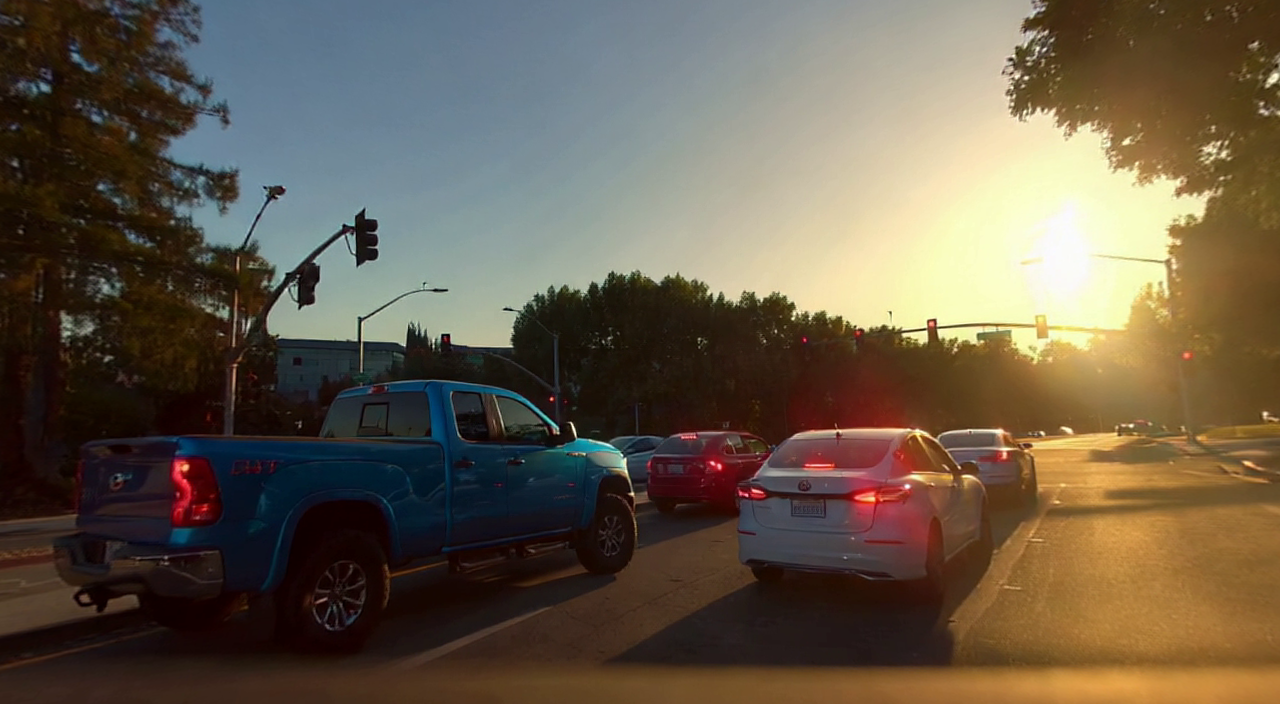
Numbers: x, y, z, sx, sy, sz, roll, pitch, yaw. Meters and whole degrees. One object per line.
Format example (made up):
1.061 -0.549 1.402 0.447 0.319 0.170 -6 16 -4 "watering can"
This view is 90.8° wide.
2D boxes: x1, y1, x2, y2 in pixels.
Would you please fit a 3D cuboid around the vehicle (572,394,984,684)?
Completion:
1.723 1.377 5.994 2.027 1.549 4.801 -6 -10 35 "vehicle"

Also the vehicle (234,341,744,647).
-0.876 1.398 7.463 2.272 2.016 6.146 -5 -10 27 "vehicle"

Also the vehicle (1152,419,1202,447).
35.785 5.474 42.185 2.183 1.714 4.491 -7 -11 37 "vehicle"

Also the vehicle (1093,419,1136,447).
32.816 5.671 43.717 2.160 1.790 4.303 -6 -10 35 "vehicle"

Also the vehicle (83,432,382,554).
-8.321 2.799 13.451 2.174 2.057 4.738 -6 -10 33 "vehicle"
